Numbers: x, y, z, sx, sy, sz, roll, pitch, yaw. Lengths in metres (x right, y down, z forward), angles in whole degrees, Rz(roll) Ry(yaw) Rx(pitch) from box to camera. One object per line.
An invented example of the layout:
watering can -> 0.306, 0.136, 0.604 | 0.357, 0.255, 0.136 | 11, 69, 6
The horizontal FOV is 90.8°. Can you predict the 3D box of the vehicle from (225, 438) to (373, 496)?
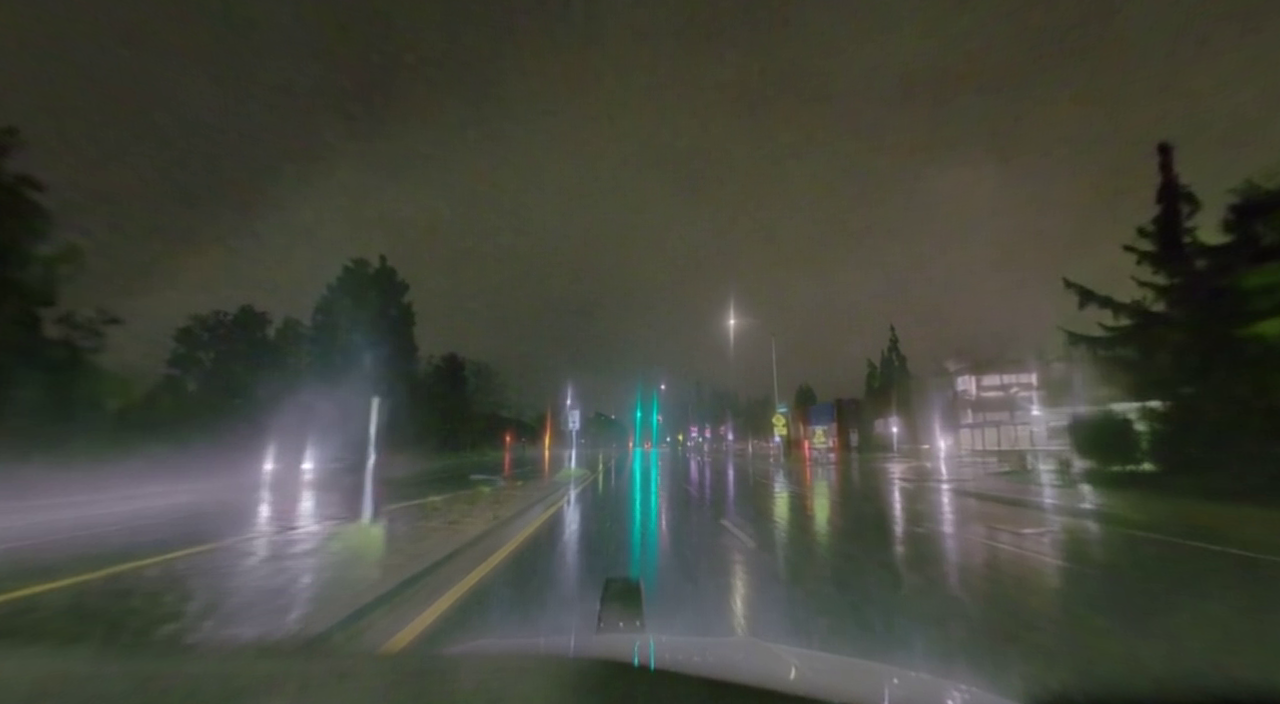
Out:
vehicle -> -10.576, 3.595, 20.175 | 1.916, 1.593, 5.012 | 0, -8, 0
